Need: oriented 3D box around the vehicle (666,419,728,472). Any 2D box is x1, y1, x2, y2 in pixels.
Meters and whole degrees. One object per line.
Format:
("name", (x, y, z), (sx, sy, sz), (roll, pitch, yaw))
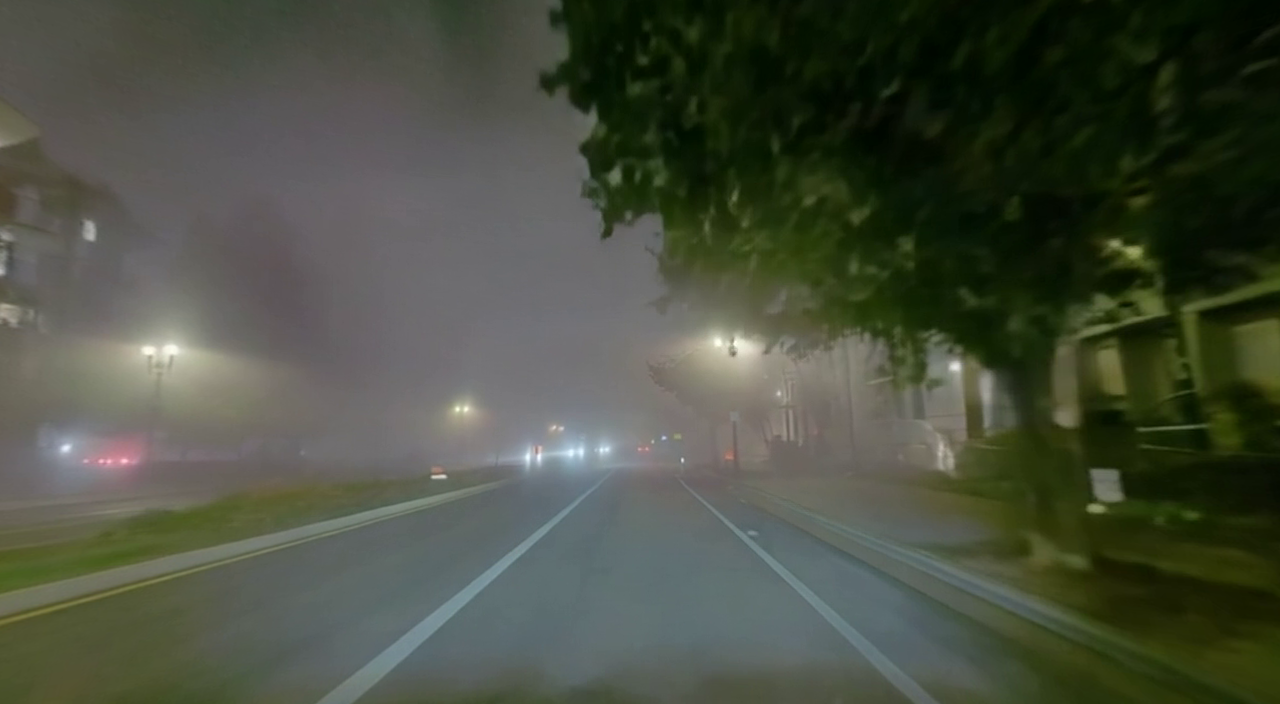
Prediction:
("vehicle", (3.061, 5.113, 34.694), (2.849, 2.686, 3.176), (-1, -8, -4))
